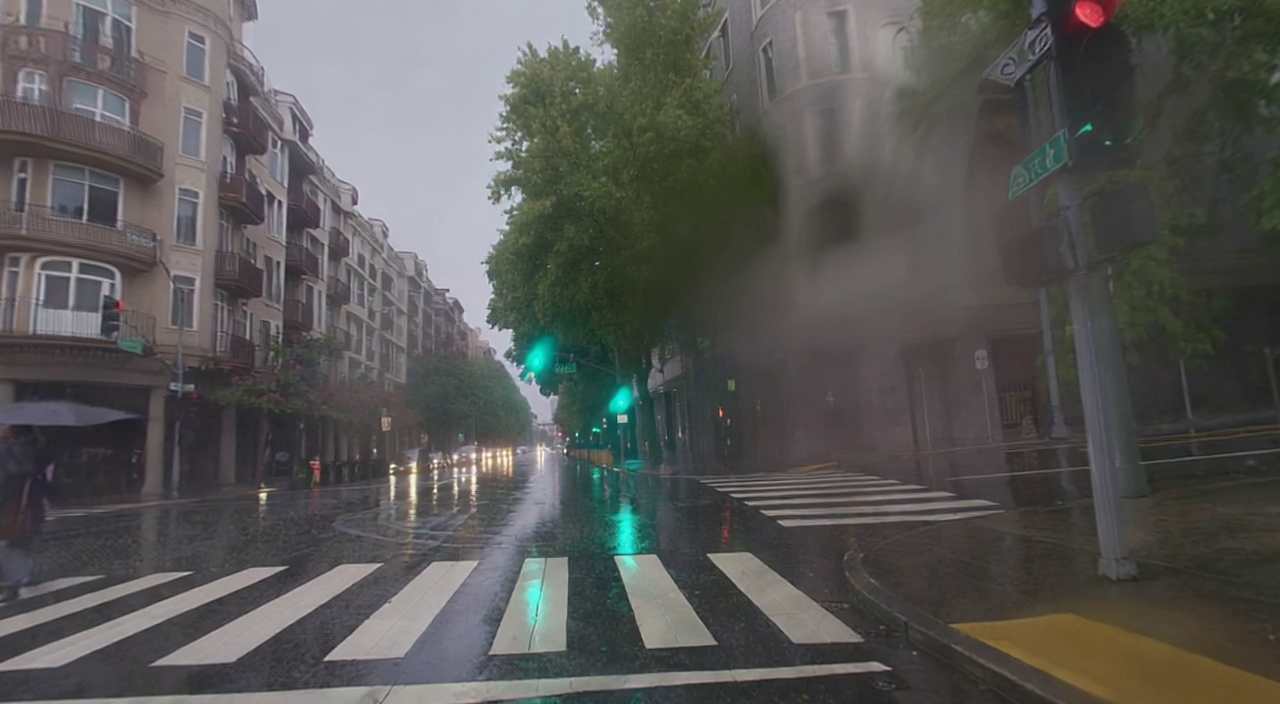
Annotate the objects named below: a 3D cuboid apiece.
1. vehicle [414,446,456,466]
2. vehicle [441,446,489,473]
[{"bbox_3d":[-16.028,8.105,49.275,2.028,1.479,4.427,5,-10,-32],"label":"vehicle"},{"bbox_3d":[-10.464,6.471,38.159,2.196,1.503,4.371,1,-9,-8],"label":"vehicle"}]
